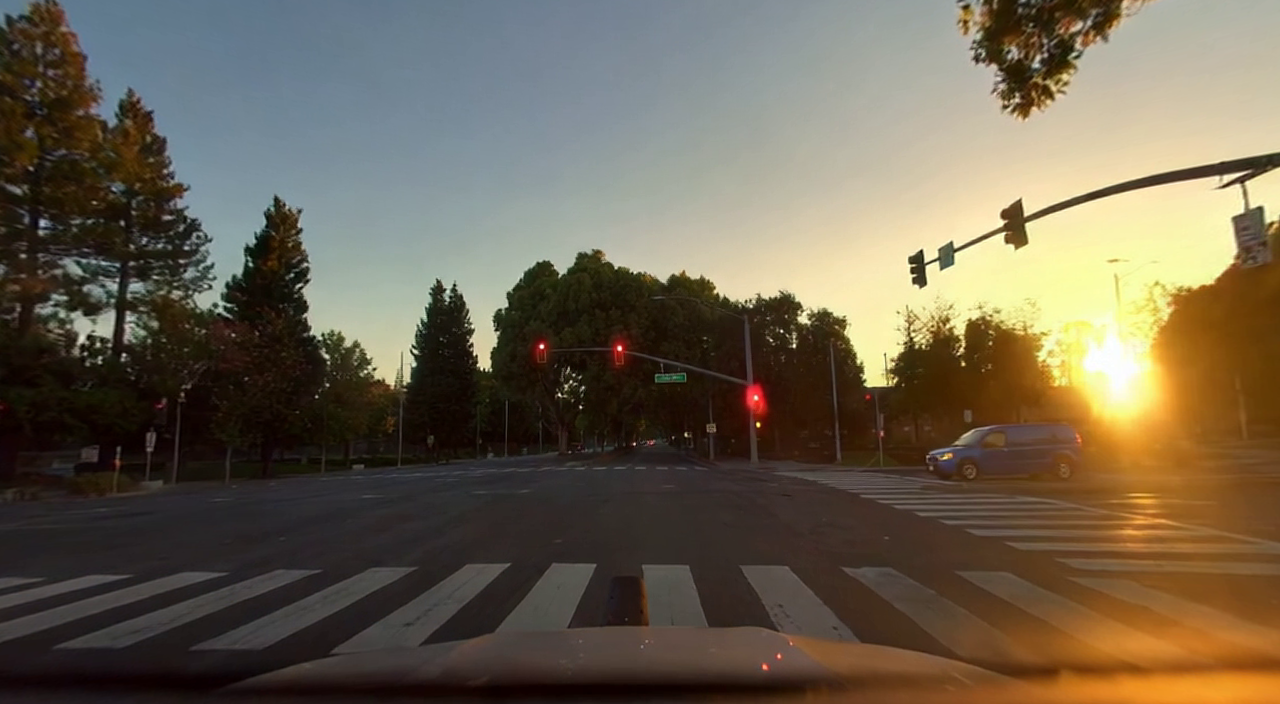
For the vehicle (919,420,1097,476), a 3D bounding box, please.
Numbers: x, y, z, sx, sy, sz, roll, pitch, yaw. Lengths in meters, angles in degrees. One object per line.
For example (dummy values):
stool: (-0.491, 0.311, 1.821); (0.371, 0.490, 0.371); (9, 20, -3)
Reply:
vehicle: (12.421, 3.271, 21.517); (4.790, 1.798, 1.909); (0, -8, 1)
